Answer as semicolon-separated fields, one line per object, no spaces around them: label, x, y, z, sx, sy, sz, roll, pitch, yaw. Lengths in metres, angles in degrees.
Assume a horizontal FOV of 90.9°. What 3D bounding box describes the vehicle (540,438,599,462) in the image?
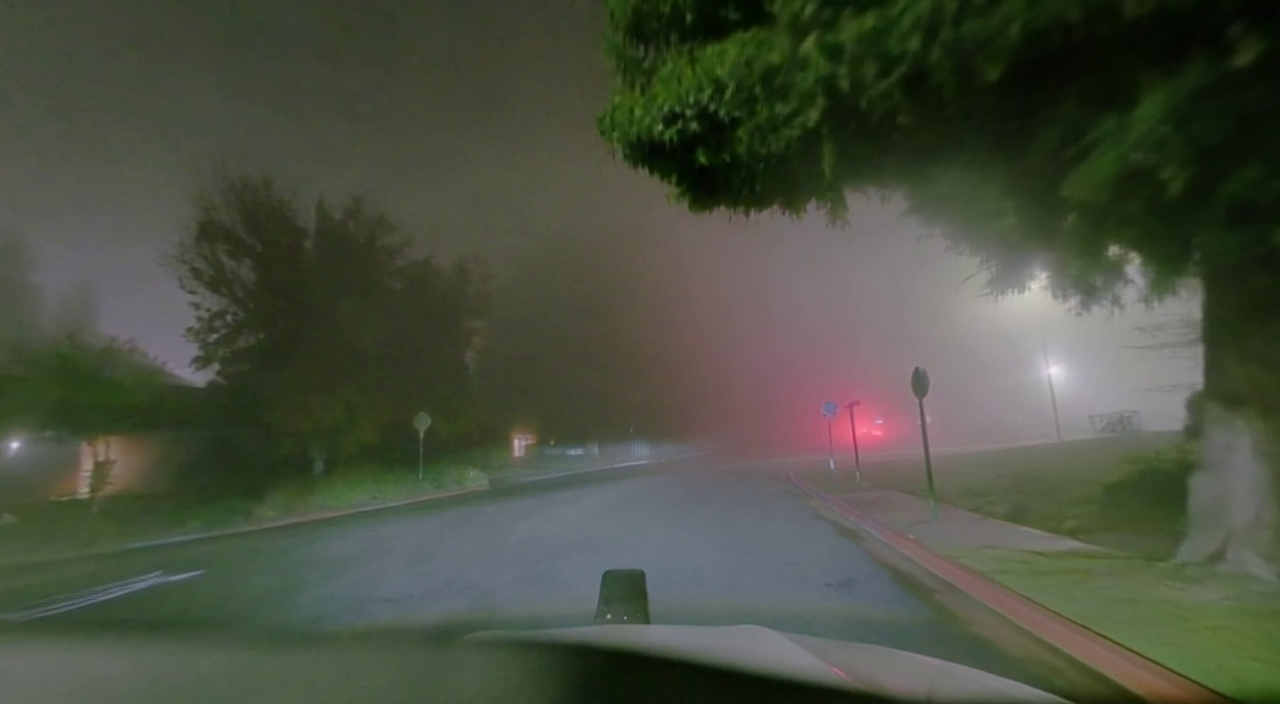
vehicle;-5.293;7.360;47.583;4.252;1.681;1.854;2;-7;-5
